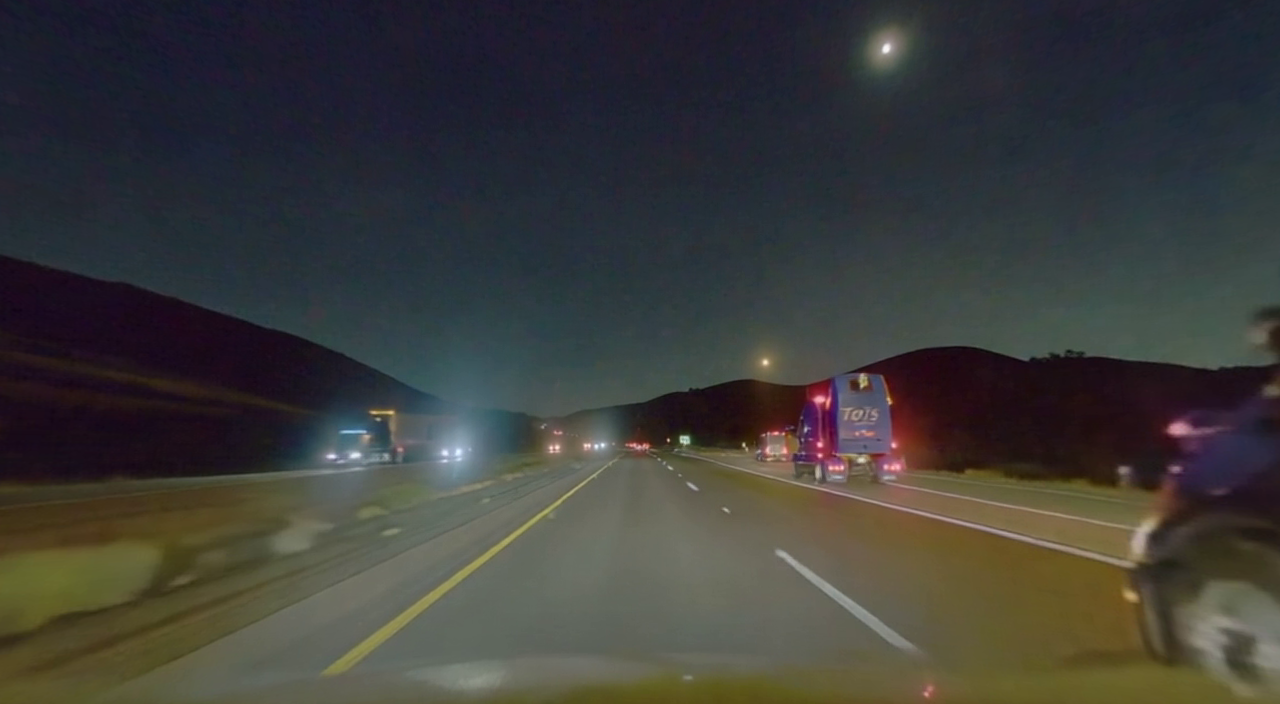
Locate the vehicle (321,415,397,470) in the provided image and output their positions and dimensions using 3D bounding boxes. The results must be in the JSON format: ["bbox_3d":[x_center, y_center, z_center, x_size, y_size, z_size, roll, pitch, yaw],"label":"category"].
[{"bbox_3d":[-21.765,7.080,49.376,3.037,3.975,6.193,0,-8,-1],"label":"vehicle"}]
